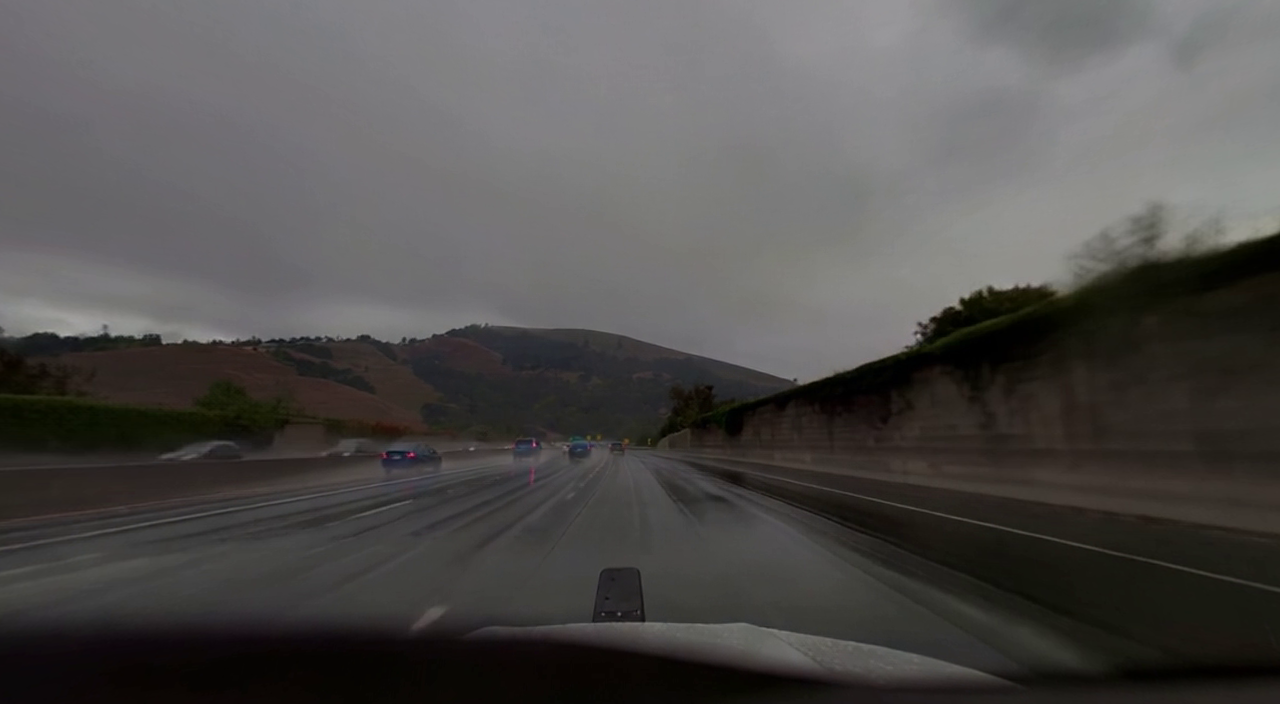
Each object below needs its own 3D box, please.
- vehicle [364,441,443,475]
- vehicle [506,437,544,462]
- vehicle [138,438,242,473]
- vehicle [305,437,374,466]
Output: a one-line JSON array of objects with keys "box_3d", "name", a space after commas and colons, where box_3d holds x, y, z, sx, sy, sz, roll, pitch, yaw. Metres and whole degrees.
[{"box_3d": [-10.930, 4.915, 29.572, 1.949, 1.475, 4.740, 0, -8, -1], "name": "vehicle"}, {"box_3d": [-8.610, 7.332, 47.734, 2.074, 1.768, 4.805, 0, -9, -2], "name": "vehicle"}, {"box_3d": [-24.202, 5.564, 34.256, 2.042, 1.735, 4.872, 0, -9, -1], "name": "vehicle"}, {"box_3d": [-17.752, 5.907, 37.560, 1.991, 1.609, 4.424, 0, -9, -1], "name": "vehicle"}]
